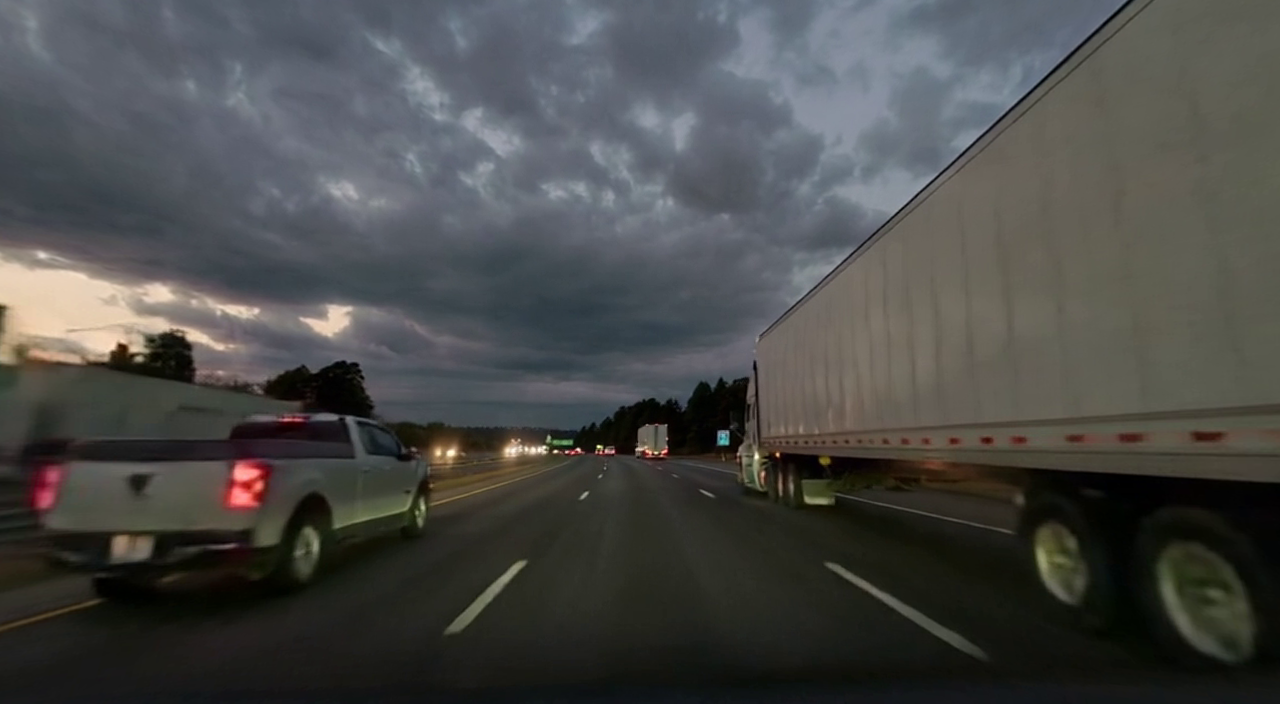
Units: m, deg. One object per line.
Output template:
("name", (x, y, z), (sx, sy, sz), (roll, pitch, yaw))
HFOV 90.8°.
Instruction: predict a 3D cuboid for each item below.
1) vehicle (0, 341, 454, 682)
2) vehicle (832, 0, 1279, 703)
("vehicle", (-3.749, 1.282, 6.152), (2.337, 1.942, 4.984), (0, -9, 0))
("vehicle", (4.282, 0.144, 5.071), (2.826, 4.035, 8.369), (0, -9, 0))
